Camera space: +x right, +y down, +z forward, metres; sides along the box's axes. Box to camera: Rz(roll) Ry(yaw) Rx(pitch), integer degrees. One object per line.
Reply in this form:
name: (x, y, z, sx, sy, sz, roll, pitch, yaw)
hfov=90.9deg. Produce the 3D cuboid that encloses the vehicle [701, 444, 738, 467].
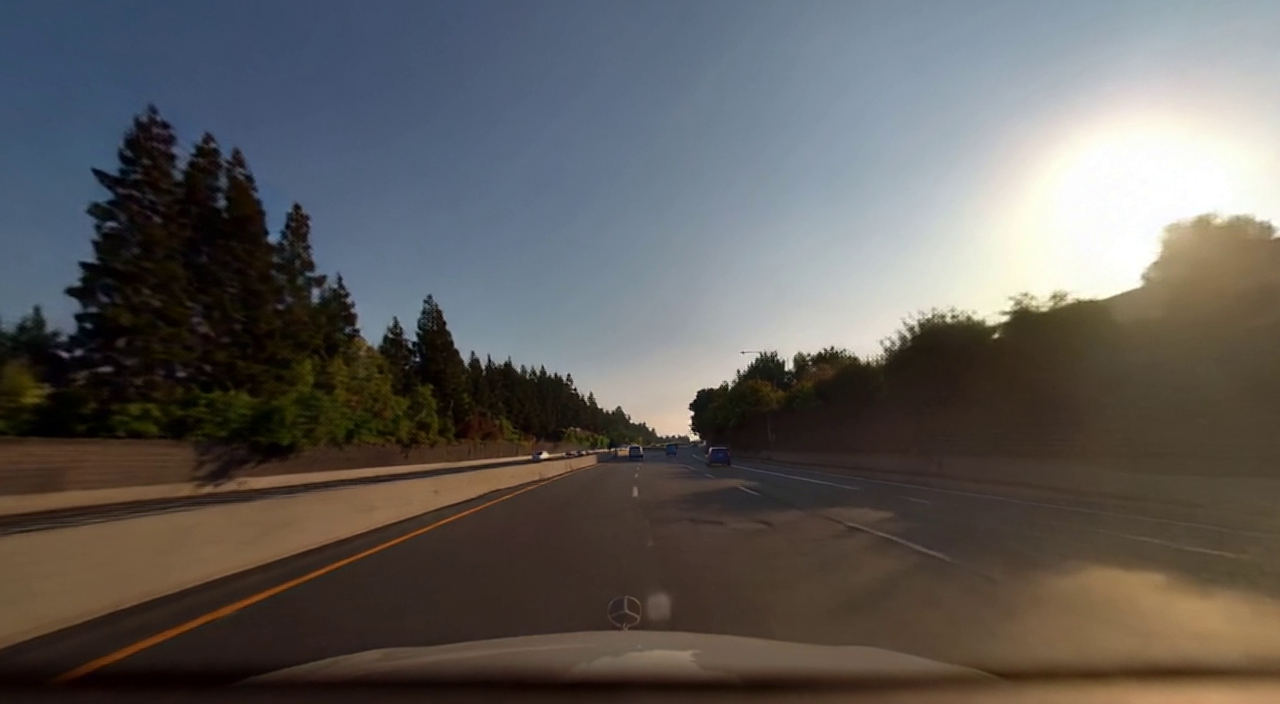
vehicle: (5.735, 7.554, 45.877, 2.175, 1.574, 3.943, 0, -9, -1)
